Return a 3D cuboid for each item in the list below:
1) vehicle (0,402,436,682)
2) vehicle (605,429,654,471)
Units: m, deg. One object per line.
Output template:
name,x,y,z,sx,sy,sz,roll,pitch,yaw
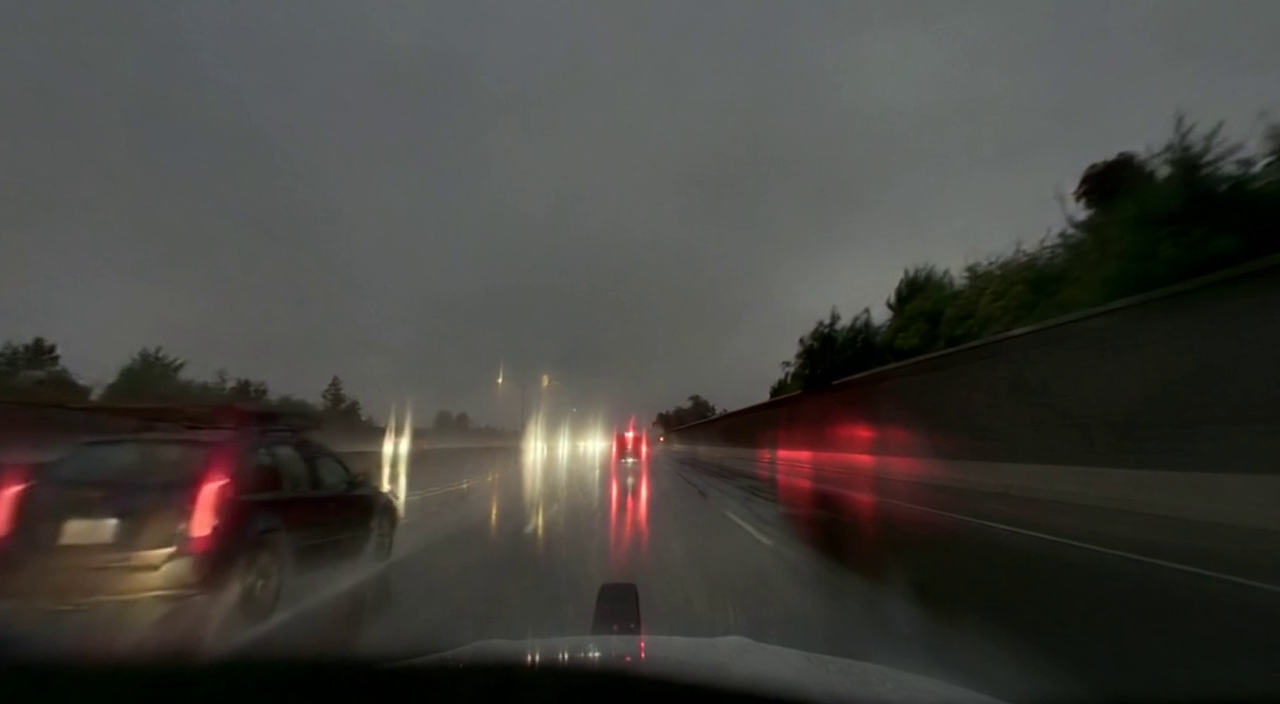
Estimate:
vehicle,-3.636,1.415,5.875,2.039,1.602,4.317,0,-8,-1
vehicle,-0.593,5.016,32.467,2.382,1.973,4.439,0,-8,-2
